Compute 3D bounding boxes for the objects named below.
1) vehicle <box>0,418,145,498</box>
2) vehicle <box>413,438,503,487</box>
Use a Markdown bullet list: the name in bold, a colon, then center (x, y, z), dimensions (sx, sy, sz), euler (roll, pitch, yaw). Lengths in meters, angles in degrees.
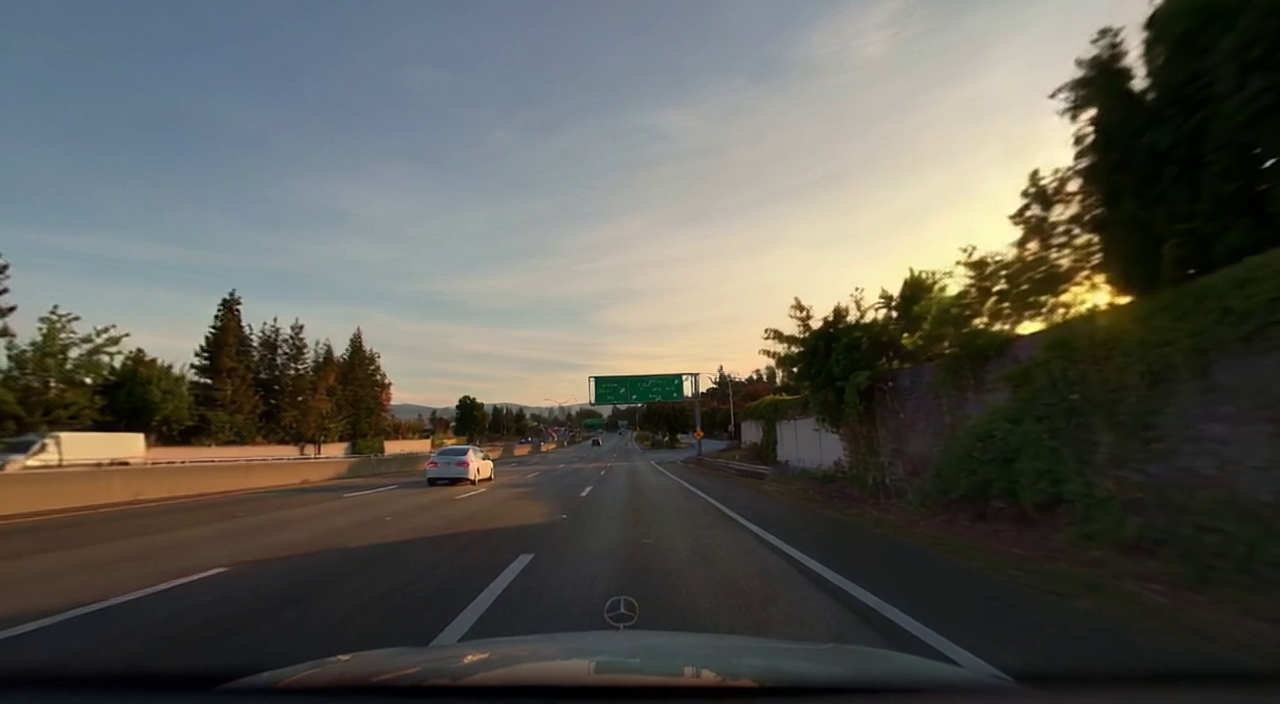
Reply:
- **vehicle**: center (-26.463, 4.683, 28.375), dimensions (2.778, 3.125, 7.002), euler (0, -9, -1)
- **vehicle**: center (-6.962, 4.276, 24.791), dimensions (2.115, 1.711, 4.722), euler (0, -9, 0)
